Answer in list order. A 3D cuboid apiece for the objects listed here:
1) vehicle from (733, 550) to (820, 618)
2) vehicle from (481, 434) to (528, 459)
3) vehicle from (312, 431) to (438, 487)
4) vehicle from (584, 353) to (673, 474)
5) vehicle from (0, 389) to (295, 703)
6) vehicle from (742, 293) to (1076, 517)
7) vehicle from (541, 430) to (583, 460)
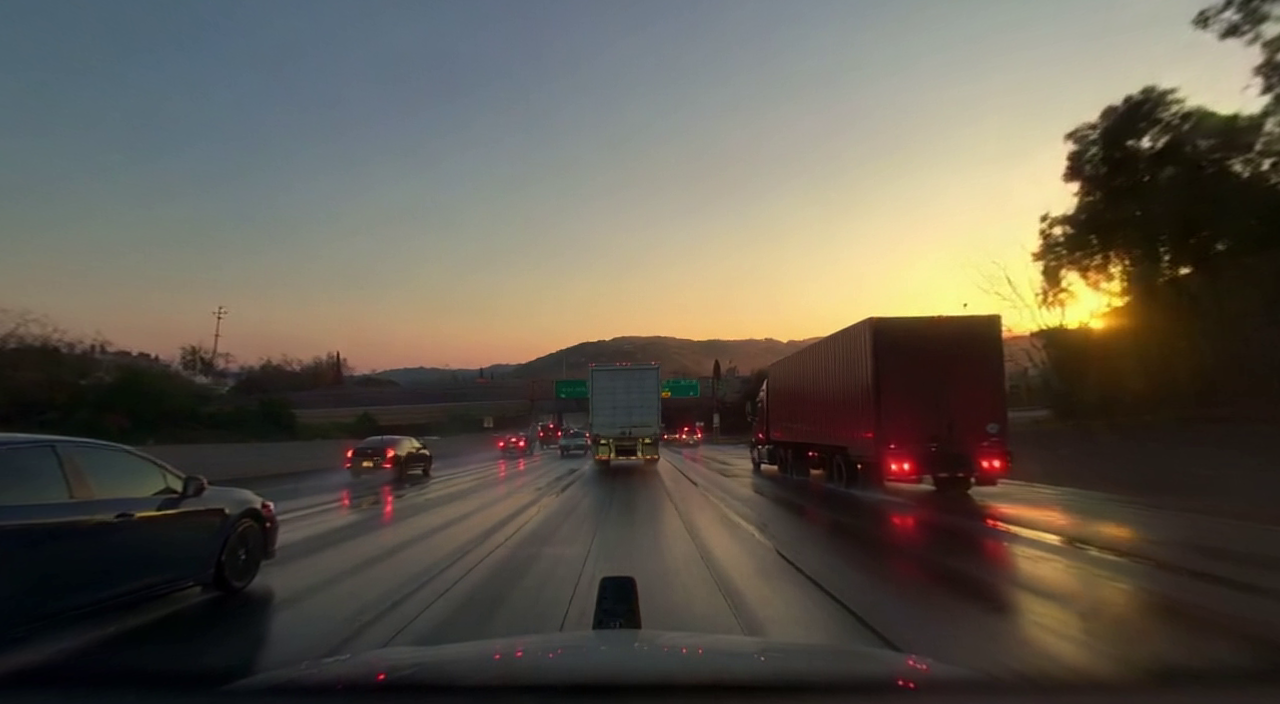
[{"bbox_3d":[5.430,9.333,25.500,2.835,2.000,2.696,0,-8,-2],"label":"vehicle"},{"bbox_3d":[-8.613,6.025,40.285,2.019,1.471,4.347,0,-8,0],"label":"vehicle"},{"bbox_3d":[-7.783,3.149,18.995,1.909,1.479,4.425,0,-8,0],"label":"vehicle"},{"bbox_3d":[-0.528,2.688,26.042,2.938,4.033,9.980,0,-8,-2],"label":"vehicle"},{"bbox_3d":[-3.871,0.997,3.378,1.882,1.493,3.828,0,-8,-1],"label":"vehicle"},{"bbox_3d":[5.830,1.815,18.057,2.863,3.936,14.058,0,-8,-2],"label":"vehicle"},{"bbox_3d":[-4.530,5.471,37.104,1.986,1.612,4.155,0,-8,0],"label":"vehicle"}]
